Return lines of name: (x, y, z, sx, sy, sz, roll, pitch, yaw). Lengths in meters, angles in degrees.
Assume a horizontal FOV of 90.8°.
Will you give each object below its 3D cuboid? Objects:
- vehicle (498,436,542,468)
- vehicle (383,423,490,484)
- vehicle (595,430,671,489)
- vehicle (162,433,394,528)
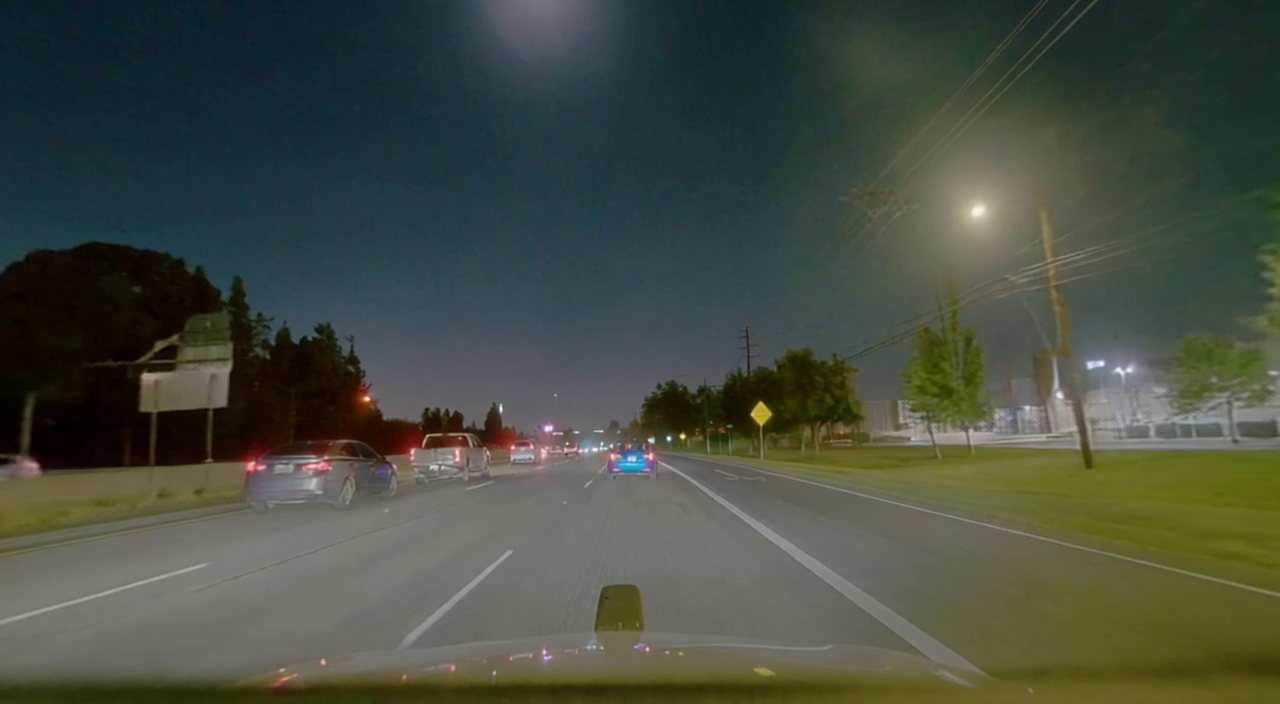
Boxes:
vehicle: (-7.131, 5.967, 37.918, 1.914, 1.756, 4.179, 0, -8, -2)
vehicle: (-6.995, 3.557, 22.390, 2.144, 1.905, 4.967, 0, -8, 0)
vehicle: (-0.216, 3.346, 20.001, 2.140, 1.653, 4.108, 0, -8, -1)
vehicle: (-6.677, 2.391, 12.411, 1.900, 1.483, 4.547, 0, -8, 0)
